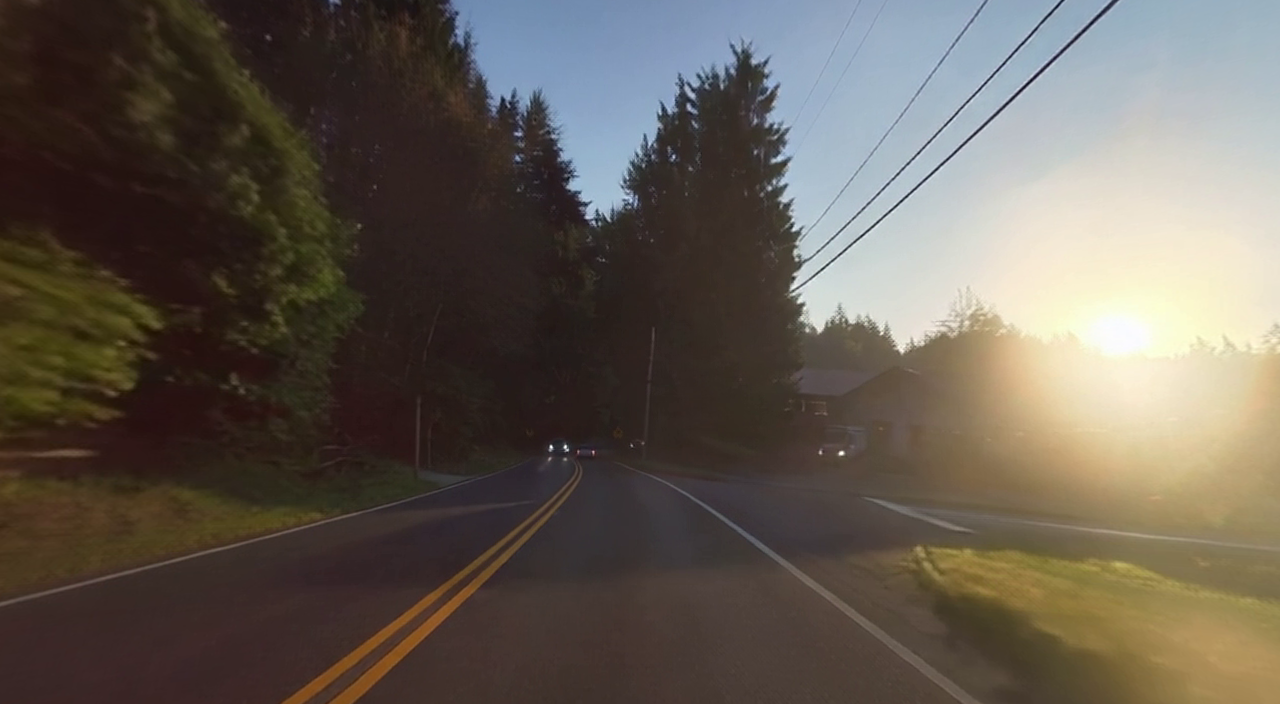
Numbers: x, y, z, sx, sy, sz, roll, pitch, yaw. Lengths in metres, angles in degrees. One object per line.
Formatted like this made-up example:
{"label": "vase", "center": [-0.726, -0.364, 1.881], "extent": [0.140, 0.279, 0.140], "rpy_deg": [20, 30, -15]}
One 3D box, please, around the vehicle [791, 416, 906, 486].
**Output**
{"label": "vehicle", "center": [12.038, 5.718, 36.522], "extent": [5.297, 3.064, 2.935], "rpy_deg": [11, -8, -16]}
